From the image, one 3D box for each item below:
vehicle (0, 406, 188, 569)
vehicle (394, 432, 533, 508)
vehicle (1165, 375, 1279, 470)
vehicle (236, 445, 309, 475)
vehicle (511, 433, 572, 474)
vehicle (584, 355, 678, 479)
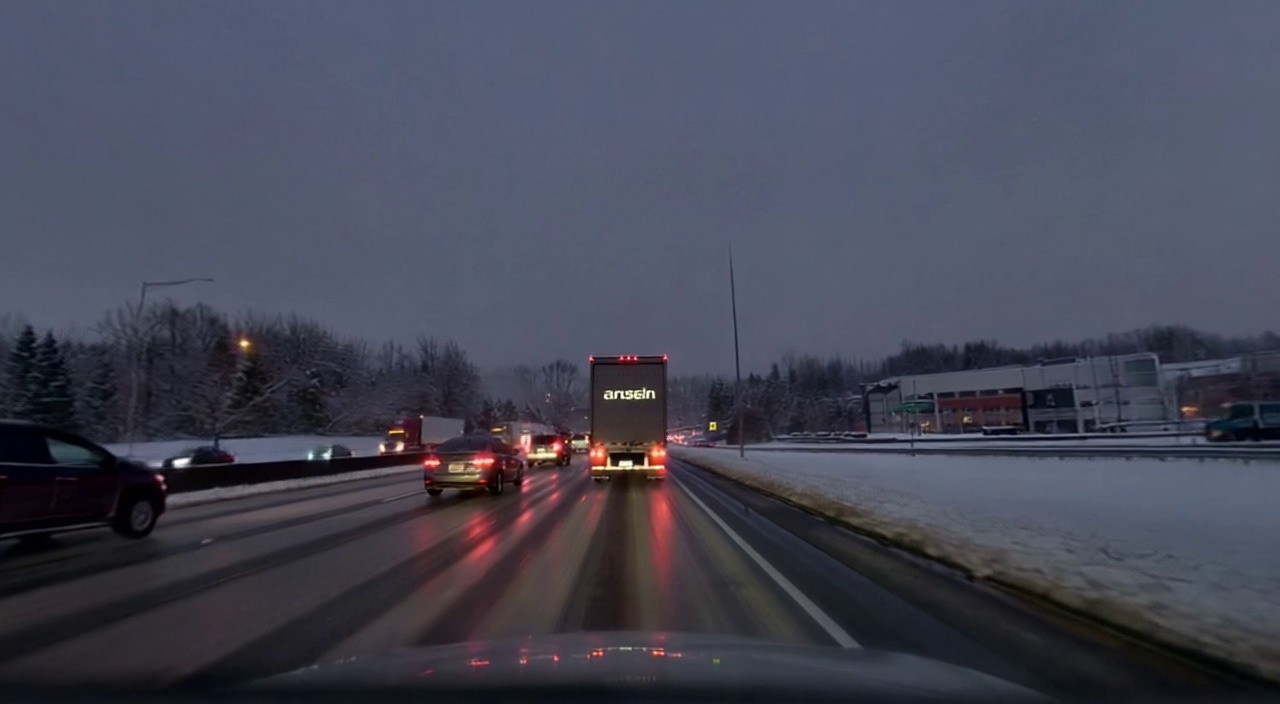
[{"bbox_3d":[-7.750,1.498,7.110,1.998,1.698,4.461,0,-8,-1],"label":"vehicle"},{"bbox_3d":[-3.932,2.678,14.866,1.964,1.507,4.361,0,-8,1],"label":"vehicle"},{"bbox_3d":[18.924,2.227,19.529,1.838,2.655,3.697,0,-8,0],"label":"vehicle"},{"bbox_3d":[-21.855,6.421,37.581,1.887,1.595,4.320,0,-8,-2],"label":"vehicle"},{"bbox_3d":[-4.131,4.307,26.984,1.946,1.599,4.073,0,-8,0],"label":"vehicle"},{"bbox_3d":[-0.459,2.915,26.840,3.171,4.204,11.036,0,-8,-2],"label":"vehicle"}]
